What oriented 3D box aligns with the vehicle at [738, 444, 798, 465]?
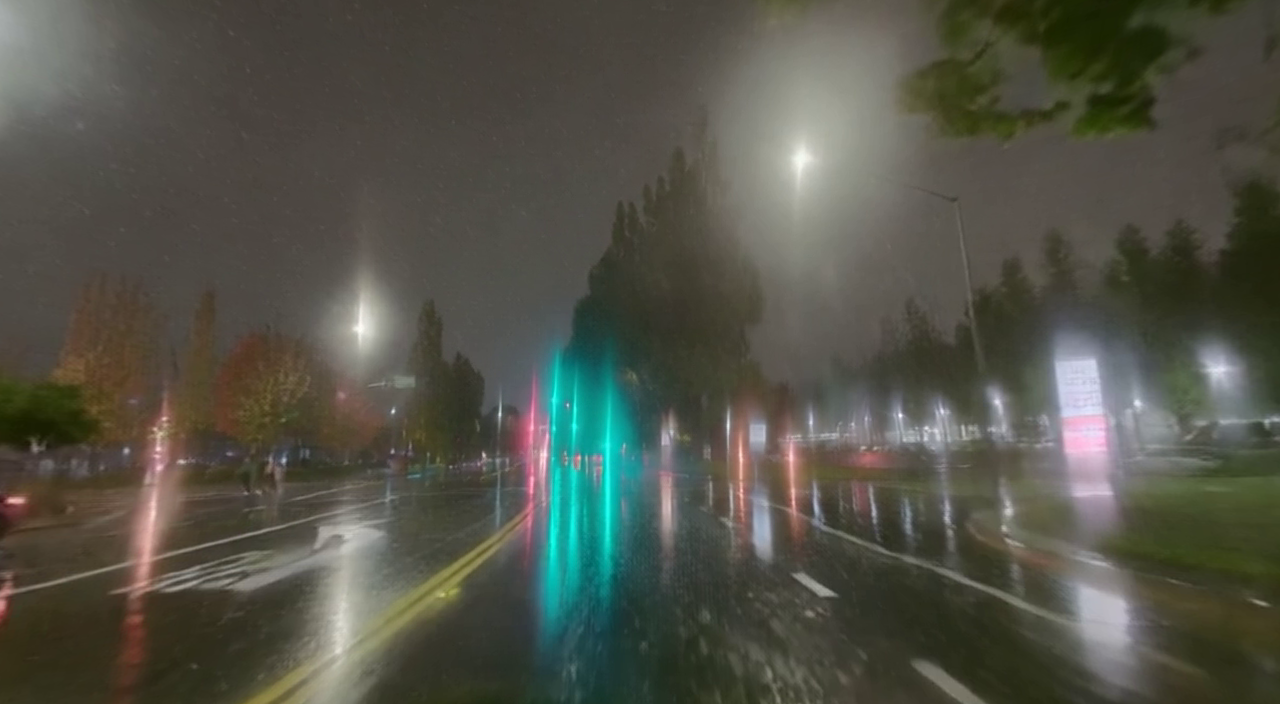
[{"bbox_3d":[9.922,7.959,49.264,4.201,1.546,1.749,1,-9,-7],"label":"vehicle"}]
